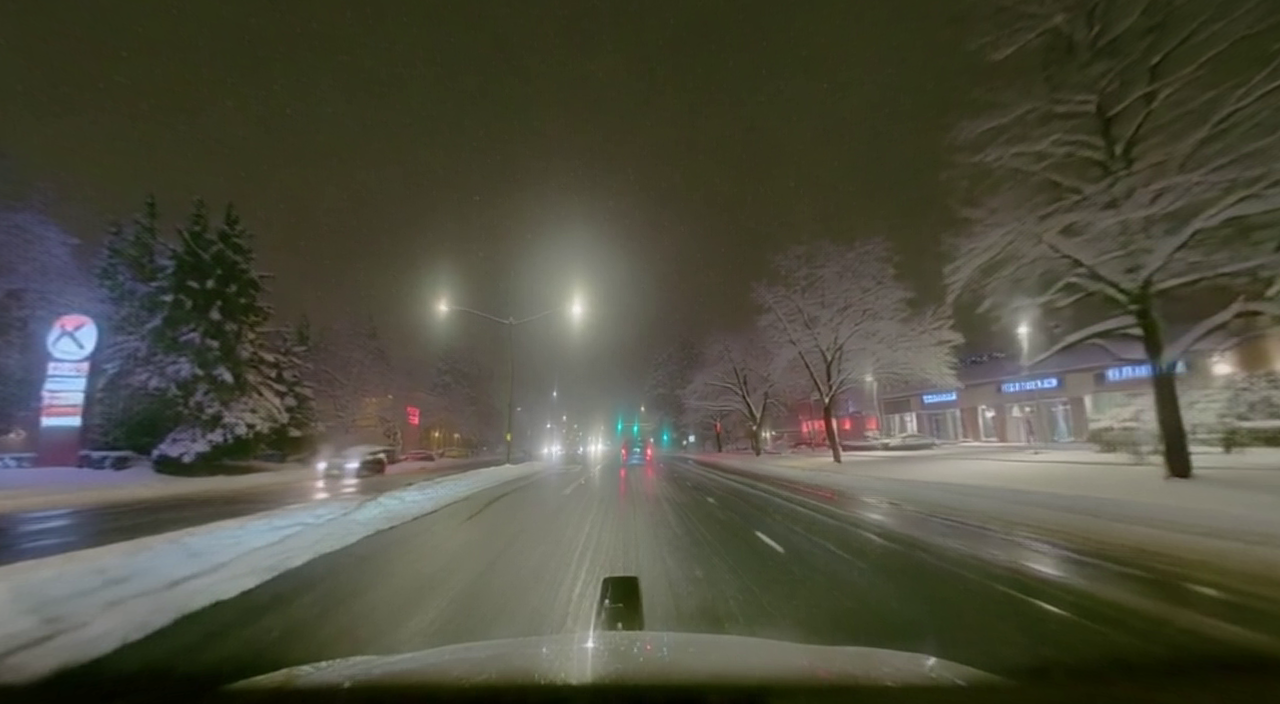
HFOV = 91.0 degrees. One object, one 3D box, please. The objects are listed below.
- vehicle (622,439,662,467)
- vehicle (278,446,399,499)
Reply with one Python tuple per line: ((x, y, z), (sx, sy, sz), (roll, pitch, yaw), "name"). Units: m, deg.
((0.041, 5.409, 33.948), (1.998, 1.452, 3.773), (0, -8, -2), "vehicle")
((-9.314, 3.721, 19.876), (1.795, 1.426, 4.216), (0, -8, -1), "vehicle")
